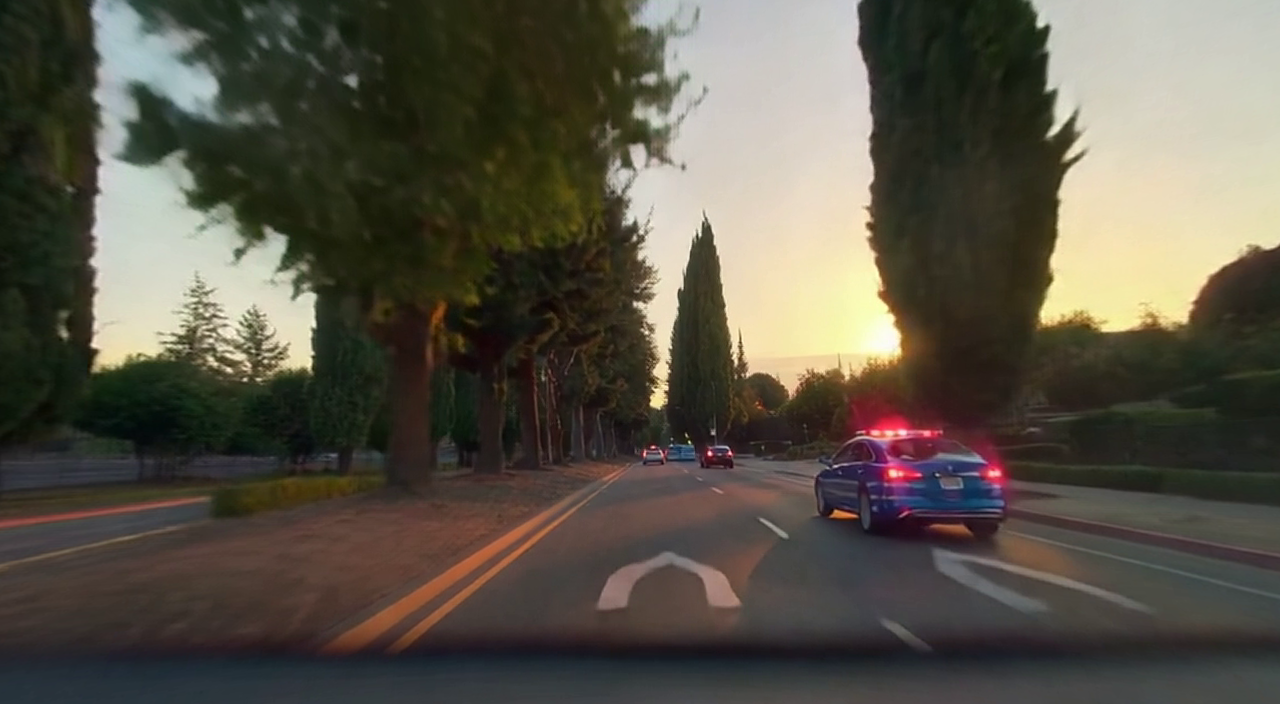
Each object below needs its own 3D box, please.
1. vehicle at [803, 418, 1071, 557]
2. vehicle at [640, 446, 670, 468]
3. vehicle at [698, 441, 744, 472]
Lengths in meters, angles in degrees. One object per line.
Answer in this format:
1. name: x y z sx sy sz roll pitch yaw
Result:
1. vehicle: 4.079 1.919 9.629 2.052 1.639 4.123 0 -8 0
2. vehicle: 1.043 7.420 44.933 2.026 1.466 4.282 0 -8 0
3. vehicle: 4.561 5.951 36.211 2.110 1.666 3.912 0 -8 0
